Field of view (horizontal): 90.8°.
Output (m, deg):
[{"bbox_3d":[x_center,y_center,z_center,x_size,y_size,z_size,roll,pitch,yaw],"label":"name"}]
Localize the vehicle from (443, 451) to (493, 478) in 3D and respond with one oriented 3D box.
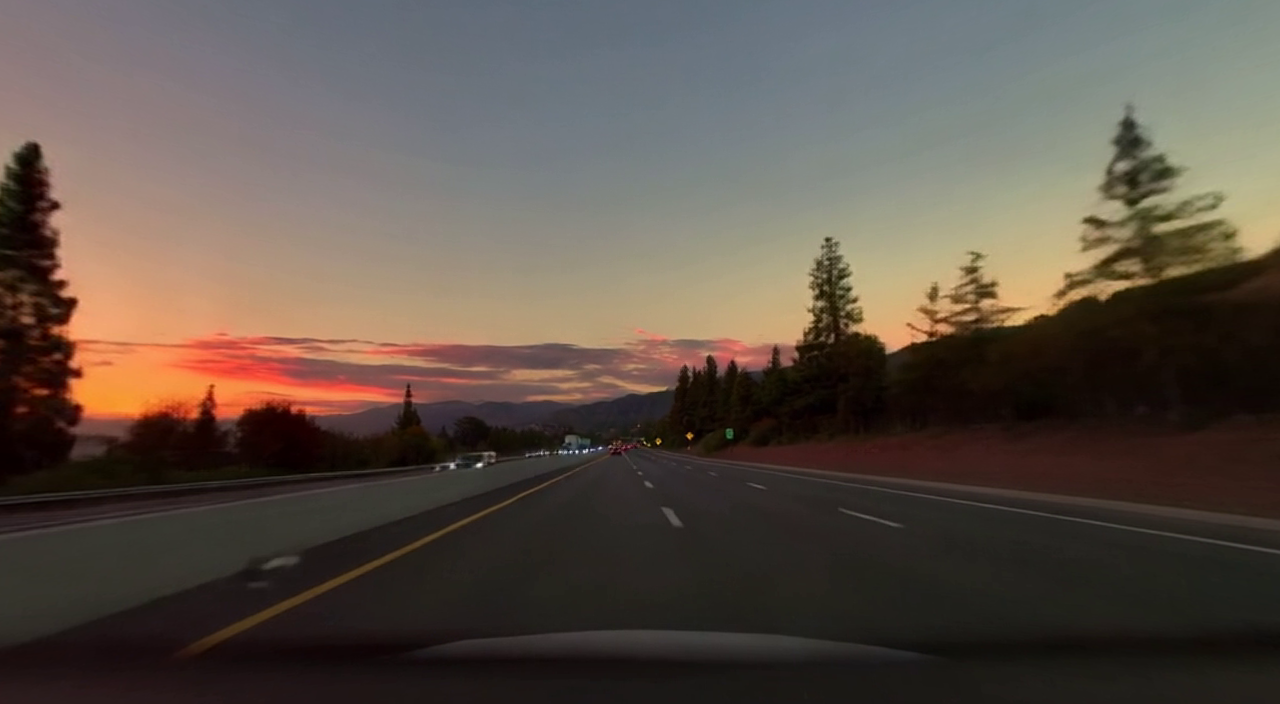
[{"bbox_3d":[-10.459,6.846,38.611,1.943,1.477,4.489,0,-9,-2],"label":"vehicle"}]
